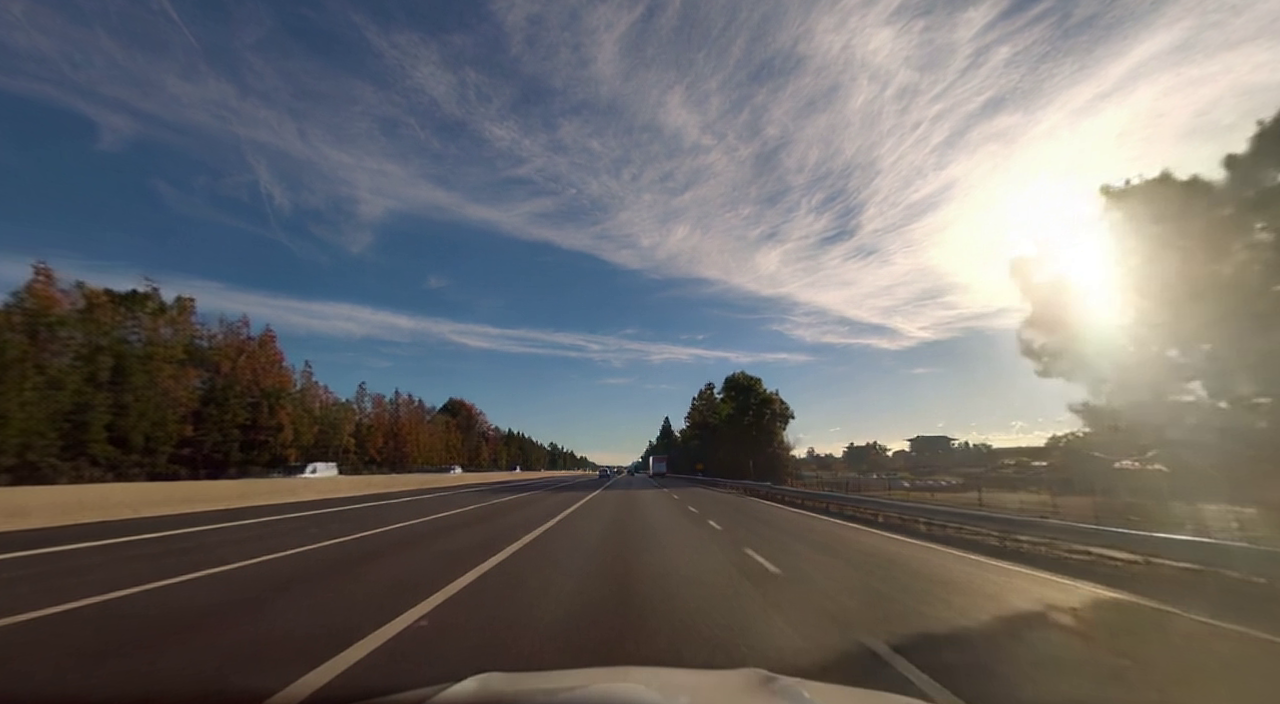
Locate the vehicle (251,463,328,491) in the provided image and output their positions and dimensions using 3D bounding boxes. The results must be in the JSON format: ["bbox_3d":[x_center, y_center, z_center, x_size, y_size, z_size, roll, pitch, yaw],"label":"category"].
[{"bbox_3d":[-19.189,6.868,34.737,1.855,1.446,4.114,0,-11,0],"label":"vehicle"}]
